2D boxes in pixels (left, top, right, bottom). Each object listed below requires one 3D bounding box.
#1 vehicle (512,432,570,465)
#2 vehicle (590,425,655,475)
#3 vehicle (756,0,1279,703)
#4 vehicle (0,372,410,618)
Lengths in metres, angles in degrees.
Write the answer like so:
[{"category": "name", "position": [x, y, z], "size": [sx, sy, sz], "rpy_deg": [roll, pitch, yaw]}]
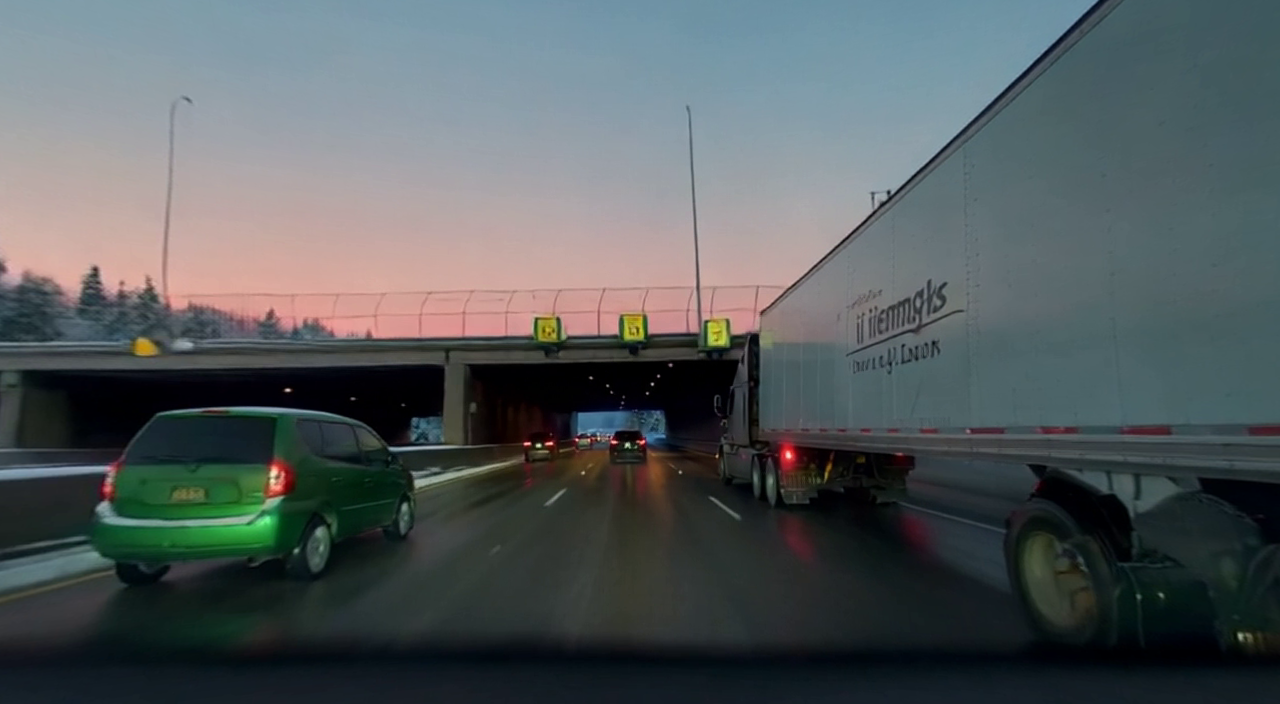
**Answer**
[{"category": "vehicle", "position": [-4.516, 4.464, 29.395], "size": [2.019, 1.435, 4.317], "rpy_deg": [0, -8, -1]}, {"category": "vehicle", "position": [-0.610, 3.425, 22.231], "size": [2.094, 1.600, 3.666], "rpy_deg": [0, -8, -1]}, {"category": "vehicle", "position": [3.960, 0.005, 5.717], "size": [2.842, 4.108, 14.081], "rpy_deg": [0, -8, -1]}, {"category": "vehicle", "position": [-3.595, 1.182, 5.892], "size": [1.826, 1.695, 2.870], "rpy_deg": [0, -8, -1]}]
